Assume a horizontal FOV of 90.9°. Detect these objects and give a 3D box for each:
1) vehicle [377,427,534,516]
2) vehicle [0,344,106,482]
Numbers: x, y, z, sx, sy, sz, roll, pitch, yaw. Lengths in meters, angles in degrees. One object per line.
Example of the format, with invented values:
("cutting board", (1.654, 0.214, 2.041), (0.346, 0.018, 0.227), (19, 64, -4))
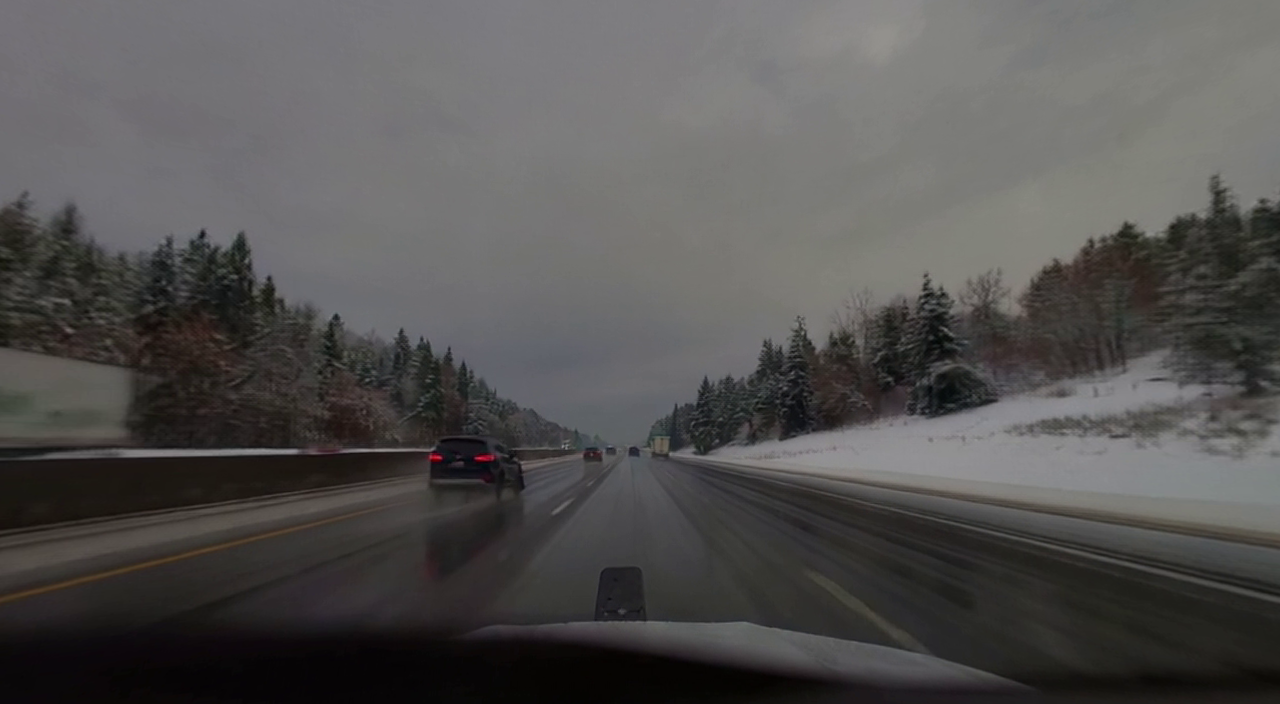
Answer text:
("vehicle", (-3.880, 2.609, 14.238), (2.108, 1.666, 4.558), (0, -9, 1))
("vehicle", (-21.666, 1.219, 15.360), (2.899, 4.311, 16.357), (0, -9, 0))
